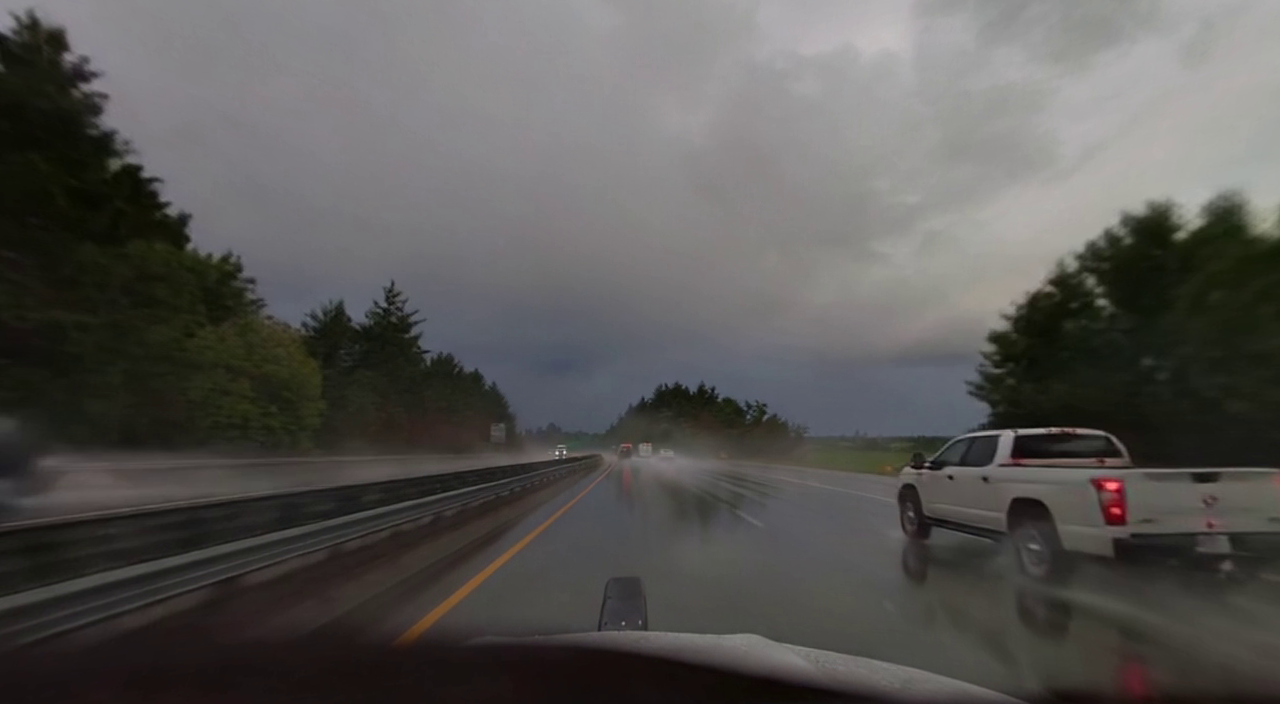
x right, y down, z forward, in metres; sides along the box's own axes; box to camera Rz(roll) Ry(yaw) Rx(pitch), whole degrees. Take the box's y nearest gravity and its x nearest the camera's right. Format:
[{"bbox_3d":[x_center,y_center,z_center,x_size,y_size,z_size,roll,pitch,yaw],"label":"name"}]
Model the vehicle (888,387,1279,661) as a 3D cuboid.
[{"bbox_3d":[4.292,1.381,6.123,1.933,1.663,4.440,0,-9,0],"label":"vehicle"}]
